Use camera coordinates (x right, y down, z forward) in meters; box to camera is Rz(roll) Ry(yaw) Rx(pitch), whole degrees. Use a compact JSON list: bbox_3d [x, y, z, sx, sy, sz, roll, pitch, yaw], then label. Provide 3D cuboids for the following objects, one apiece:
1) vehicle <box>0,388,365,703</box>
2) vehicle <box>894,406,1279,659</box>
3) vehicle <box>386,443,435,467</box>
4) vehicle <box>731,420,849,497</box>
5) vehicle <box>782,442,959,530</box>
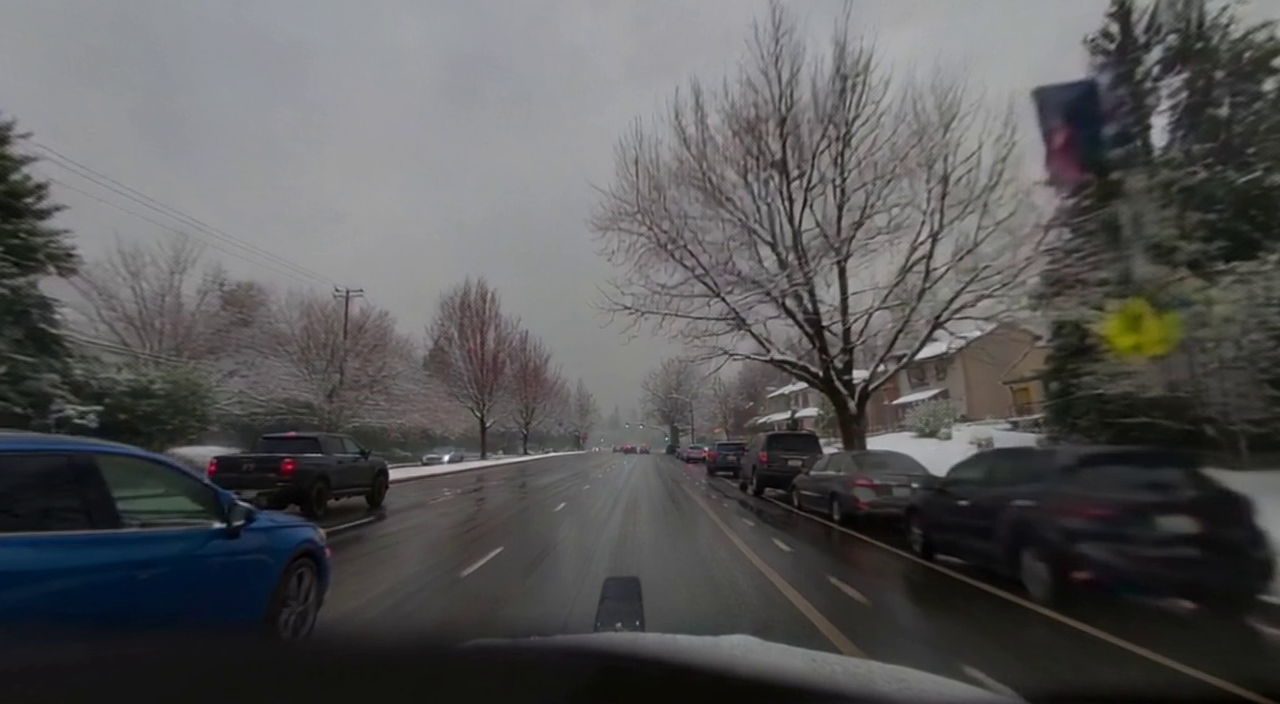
[{"bbox_3d":[-3.222,0.944,2.716,1.982,1.478,4.465,0,-9,1],"label":"vehicle"},{"bbox_3d":[4.544,1.544,6.481,1.950,1.668,4.414,1,-9,-1],"label":"vehicle"},{"bbox_3d":[-17.037,7.634,46.900,1.912,1.681,4.444,0,-9,1],"label":"vehicle"},{"bbox_3d":[4.631,3.443,20.781,2.374,2.104,6.508,0,-9,1],"label":"vehicle"},{"bbox_3d":[4.578,2.715,13.415,1.876,1.510,4.637,1,-9,-2],"label":"vehicle"}]
